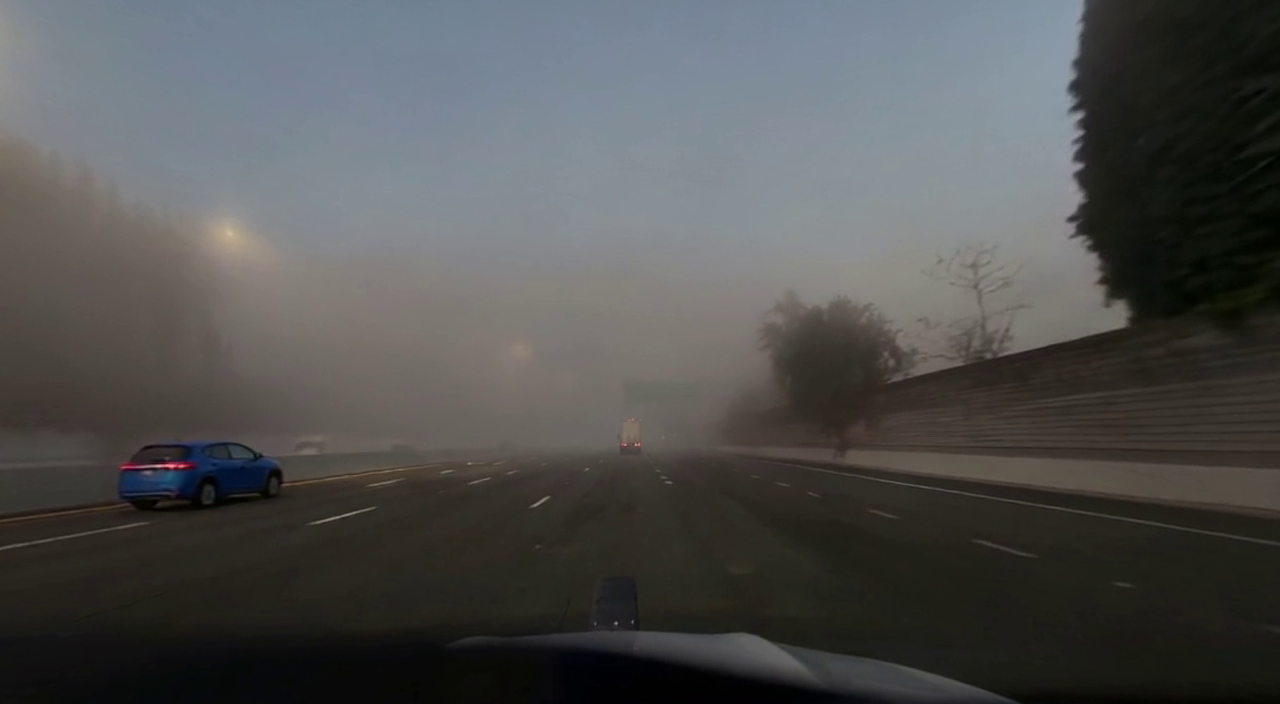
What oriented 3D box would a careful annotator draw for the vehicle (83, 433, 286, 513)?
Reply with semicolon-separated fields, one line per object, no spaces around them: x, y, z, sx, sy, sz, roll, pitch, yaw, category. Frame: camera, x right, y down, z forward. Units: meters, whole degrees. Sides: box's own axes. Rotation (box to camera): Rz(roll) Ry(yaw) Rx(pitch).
-10.731;2.841;15.361;1.897;1.653;4.113;0;-8;-1;vehicle

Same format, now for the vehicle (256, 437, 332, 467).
-23.534;6.820;43.287;2.127;1.901;5.585;0;-8;-1;vehicle
